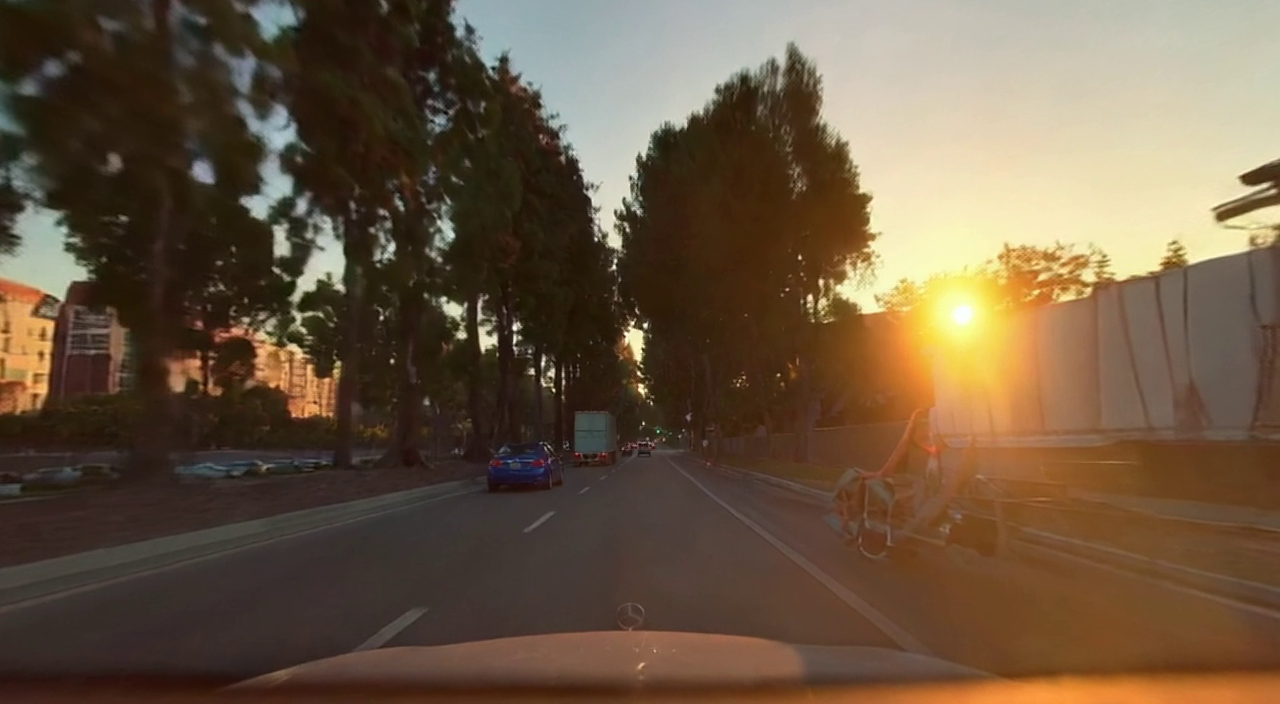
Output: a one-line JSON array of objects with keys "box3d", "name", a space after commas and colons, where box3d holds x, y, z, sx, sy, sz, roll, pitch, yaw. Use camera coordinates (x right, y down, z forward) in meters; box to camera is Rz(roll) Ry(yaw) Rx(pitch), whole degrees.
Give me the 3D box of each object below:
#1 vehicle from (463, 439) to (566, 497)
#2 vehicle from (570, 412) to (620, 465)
[{"box3d": [-3.487, 3.296, 18.403, 2.005, 1.462, 4.345, -1, -8, 2], "name": "vehicle"}, {"box3d": [-2.949, 6.046, 43.714, 2.746, 3.276, 8.572, 0, -8, 0], "name": "vehicle"}]
